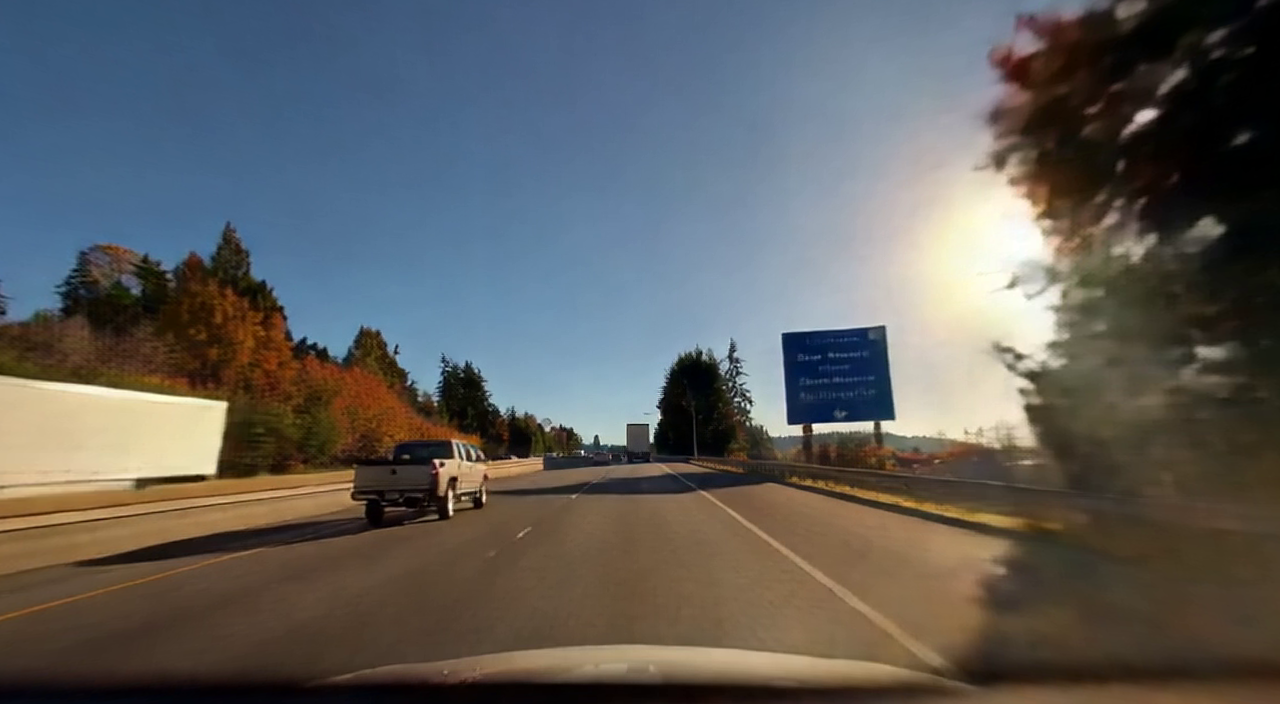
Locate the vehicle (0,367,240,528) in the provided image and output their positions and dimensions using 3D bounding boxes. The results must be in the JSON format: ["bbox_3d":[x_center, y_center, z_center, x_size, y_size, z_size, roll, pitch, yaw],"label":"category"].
[{"bbox_3d":[-17.694,2.810,18.433,2.882,4.056,13.958,0,-9,0],"label":"vehicle"}]

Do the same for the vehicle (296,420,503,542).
[{"bbox_3d":[-4.208,2.348,12.100,2.079,1.845,4.654,0,-9,1],"label":"vehicle"}]
